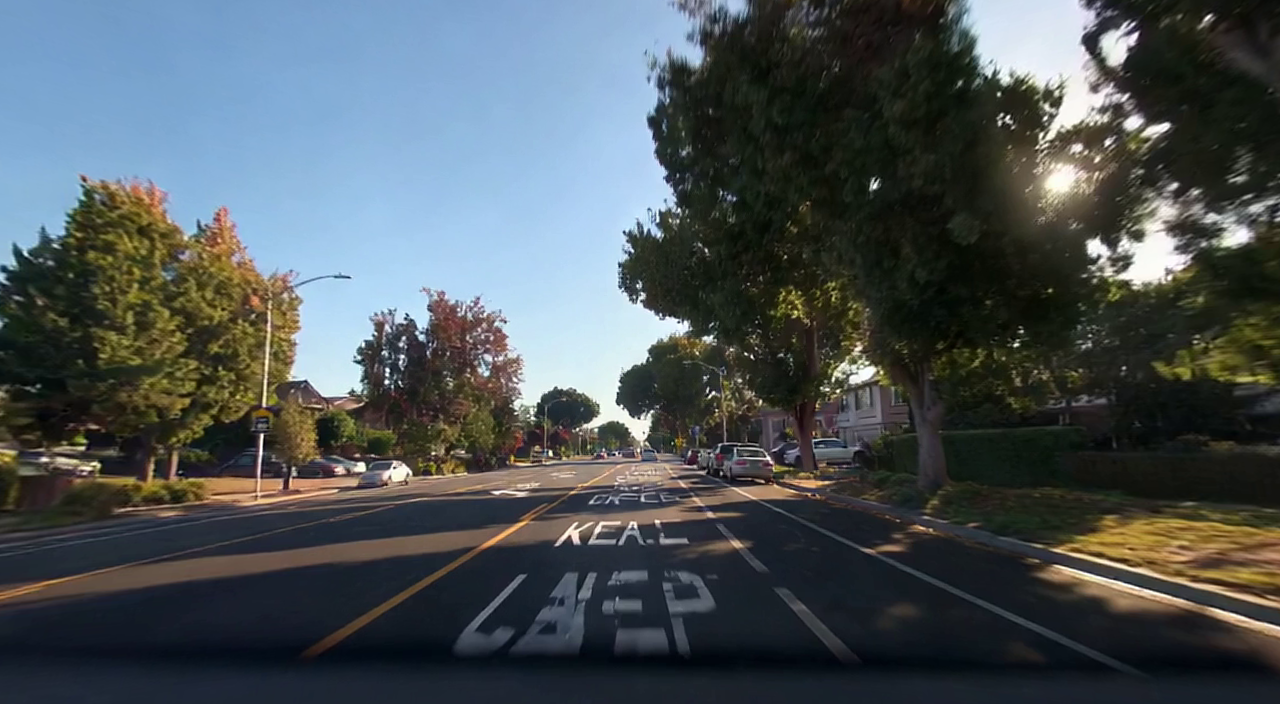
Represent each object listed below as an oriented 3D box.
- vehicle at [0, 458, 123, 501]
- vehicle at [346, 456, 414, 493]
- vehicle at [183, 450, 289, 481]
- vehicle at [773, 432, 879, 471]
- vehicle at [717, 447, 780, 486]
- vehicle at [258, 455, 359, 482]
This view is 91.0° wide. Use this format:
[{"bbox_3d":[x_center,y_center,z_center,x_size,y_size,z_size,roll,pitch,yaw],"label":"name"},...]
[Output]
[{"bbox_3d":[-22.858,4.787,23.898,4.640,1.490,2.052,0,-9,2],"label":"vehicle"},{"bbox_3d":[-12.742,5.989,31.107,1.879,1.491,3.678,-3,-7,-1],"label":"vehicle"},{"bbox_3d":[-25.104,7.051,39.236,5.153,1.806,2.136,0,-9,1],"label":"vehicle"},{"bbox_3d":[11.073,5.926,37.713,5.561,1.953,2.150,-3,-8,-1],"label":"vehicle"},{"bbox_3d":[4.550,4.861,27.027,1.918,1.510,4.323,0,-9,0],"label":"vehicle"},{"bbox_3d":[-19.461,6.872,37.114,4.833,1.500,1.896,0,-9,-1],"label":"vehicle"}]
